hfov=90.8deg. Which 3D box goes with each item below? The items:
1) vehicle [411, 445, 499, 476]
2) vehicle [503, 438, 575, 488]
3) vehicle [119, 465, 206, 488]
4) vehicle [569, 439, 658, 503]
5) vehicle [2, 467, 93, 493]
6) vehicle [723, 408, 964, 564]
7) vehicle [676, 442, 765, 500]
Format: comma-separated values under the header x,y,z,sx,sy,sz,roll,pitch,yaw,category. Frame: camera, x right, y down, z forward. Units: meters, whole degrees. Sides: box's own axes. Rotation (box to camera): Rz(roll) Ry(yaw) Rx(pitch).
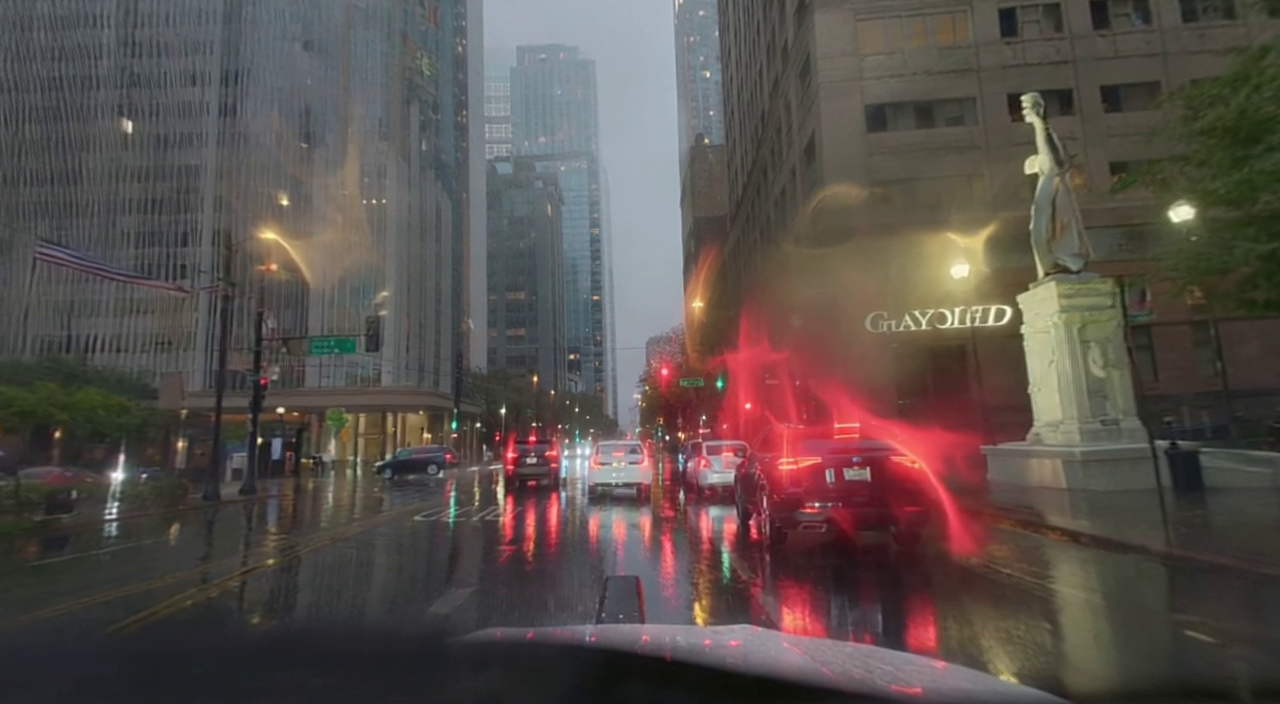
x,y,z,sx,sy,sz,roll,pitch,yaw,category
-11.176,6.518,38.209,4.855,1.769,2.071,3,-9,-21,vehicle
-3.602,4.052,23.406,2.045,1.633,4.864,0,-9,-2,vehicle
-32.370,8.439,42.892,4.392,1.427,1.764,0,-9,-1,vehicle
-0.643,3.102,16.951,2.096,1.492,4.071,0,-9,-1,vehicle
-40.221,8.705,42.928,4.224,1.622,1.808,0,-9,-2,vehicle
2.623,1.867,9.513,2.096,1.775,4.440,0,-9,-1,vehicle
2.193,3.361,18.308,1.943,1.449,4.202,0,-9,-1,vehicle
